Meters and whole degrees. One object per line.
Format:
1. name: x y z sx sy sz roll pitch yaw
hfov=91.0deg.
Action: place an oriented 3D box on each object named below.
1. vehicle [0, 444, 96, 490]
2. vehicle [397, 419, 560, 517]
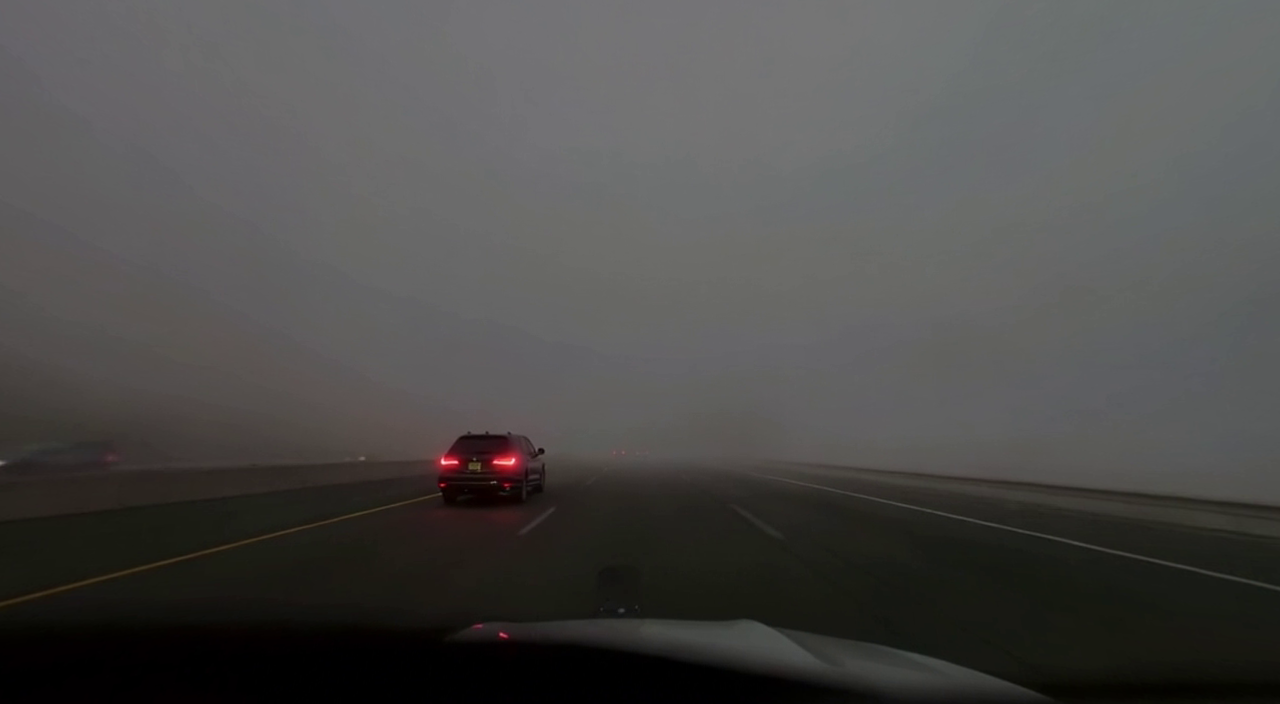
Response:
1. vehicle: -29.084 5.246 29.016 2.420 1.974 6.229 0 -9 0
2. vehicle: -3.542 2.705 15.228 2.379 1.918 5.504 0 -9 1
